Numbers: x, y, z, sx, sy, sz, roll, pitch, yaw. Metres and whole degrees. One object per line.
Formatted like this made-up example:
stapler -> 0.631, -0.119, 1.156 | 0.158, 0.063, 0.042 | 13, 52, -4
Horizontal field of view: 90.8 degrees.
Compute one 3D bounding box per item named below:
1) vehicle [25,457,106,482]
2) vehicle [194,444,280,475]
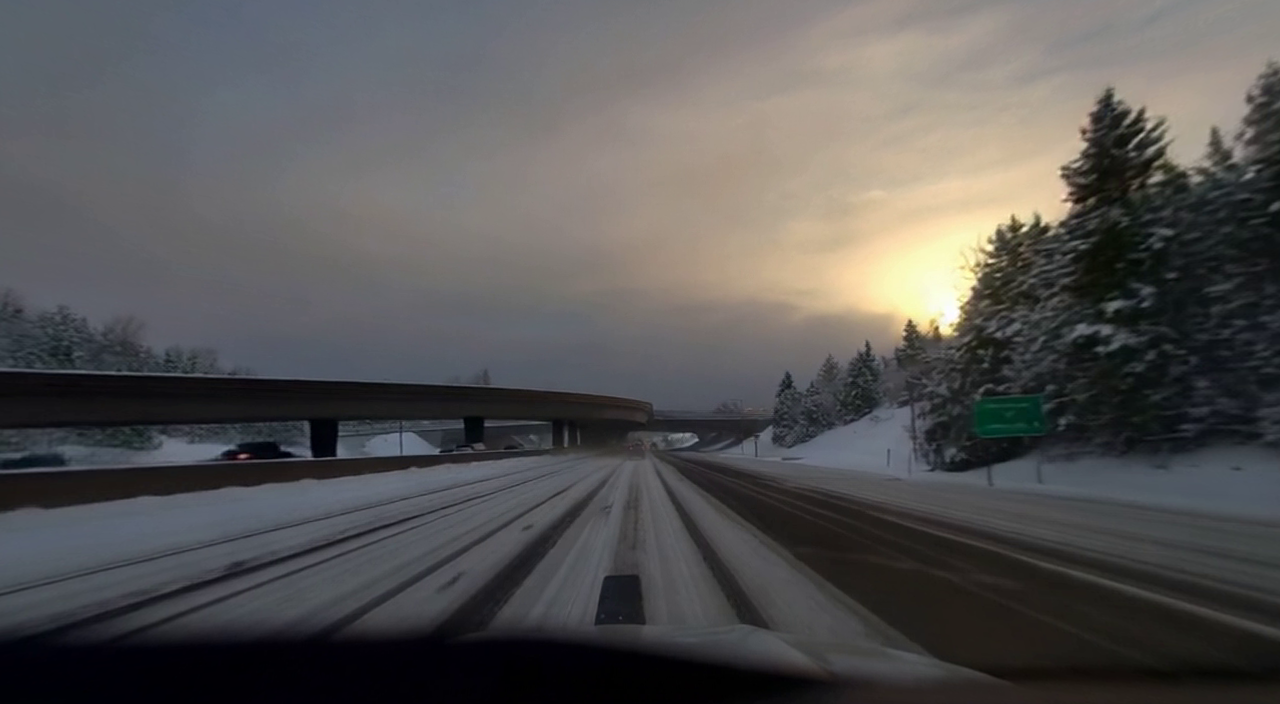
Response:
vehicle -> -44.841, 9.149, 49.458 | 2.358, 1.731, 4.719 | 1, -9, -9
vehicle -> -24.050, 6.430, 37.979 | 2.013, 1.700, 4.797 | 0, -9, 0
